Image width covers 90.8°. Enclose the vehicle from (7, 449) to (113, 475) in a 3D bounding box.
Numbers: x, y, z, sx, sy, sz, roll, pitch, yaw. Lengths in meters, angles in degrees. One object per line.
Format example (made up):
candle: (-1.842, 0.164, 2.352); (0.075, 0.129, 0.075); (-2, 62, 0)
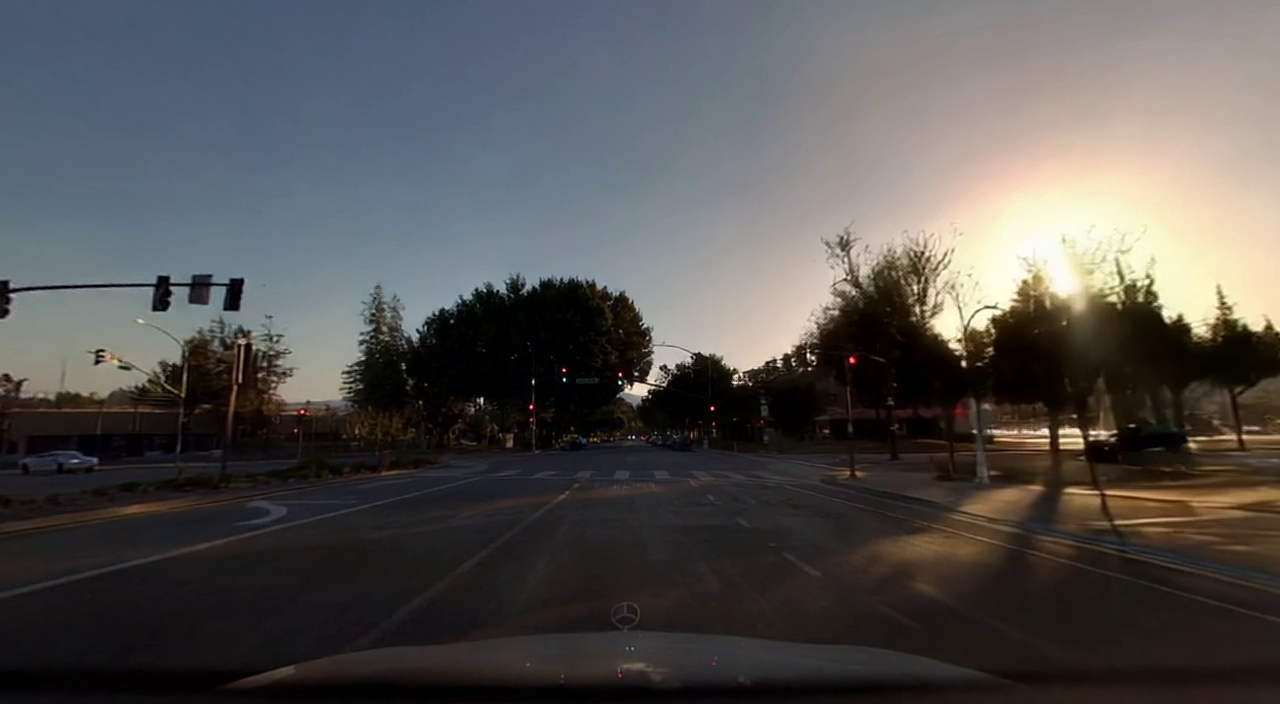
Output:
vehicle: (-35.120, 6.656, 38.315); (4.500, 1.465, 1.936); (0, -8, 1)
